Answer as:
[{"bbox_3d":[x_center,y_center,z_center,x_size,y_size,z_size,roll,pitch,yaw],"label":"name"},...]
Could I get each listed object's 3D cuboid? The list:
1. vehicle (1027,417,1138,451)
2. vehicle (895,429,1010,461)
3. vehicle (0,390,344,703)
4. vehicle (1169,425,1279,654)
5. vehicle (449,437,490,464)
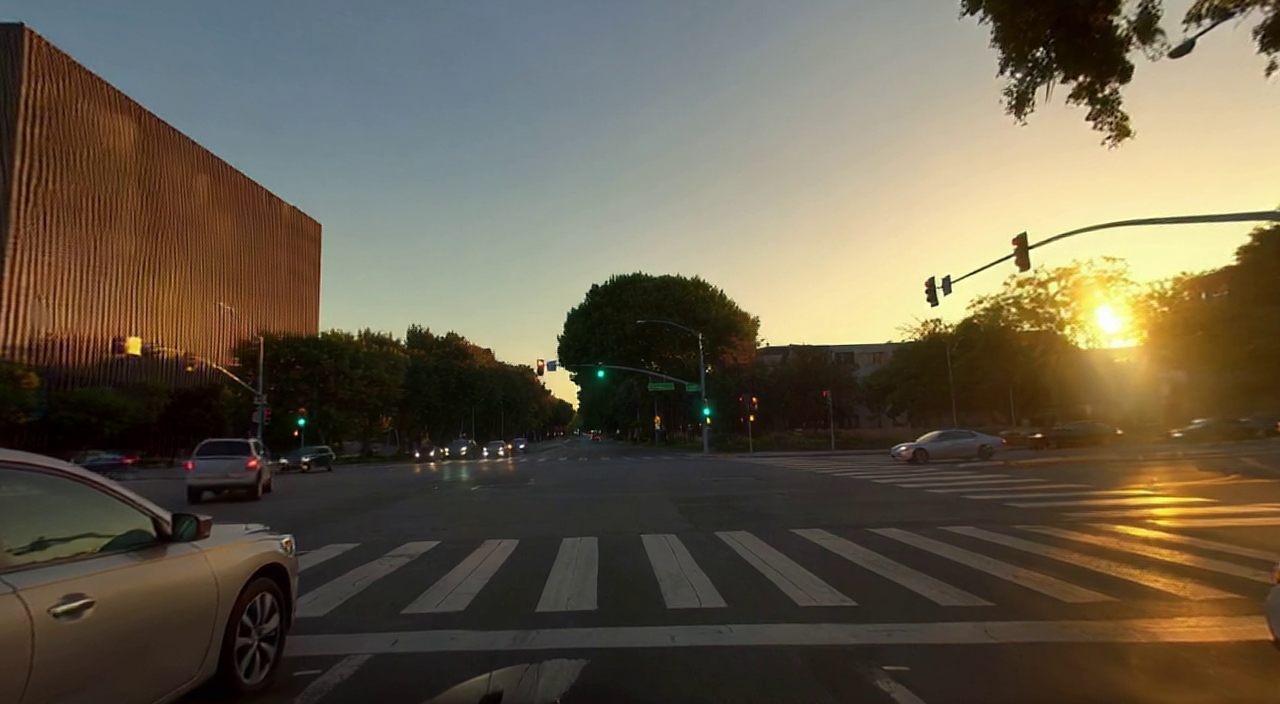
[{"bbox_3d":[24.485,4.547,35.087,4.611,1.797,2.096,0,-8,-2],"label":"vehicle"},{"bbox_3d":[15.554,4.643,31.619,4.660,1.495,2.007,0,-8,-2],"label":"vehicle"},{"bbox_3d":[-3.068,0.886,2.153,1.919,1.478,4.720,0,-8,-1],"label":"vehicle"},{"bbox_3d":[4.940,0.982,2.559,1.949,1.449,4.530,-1,-8,5],"label":"vehicle"},{"bbox_3d":[-12.797,7.412,47.603,2.051,1.715,4.346,-2,-6,-2],"label":"vehicle"}]
